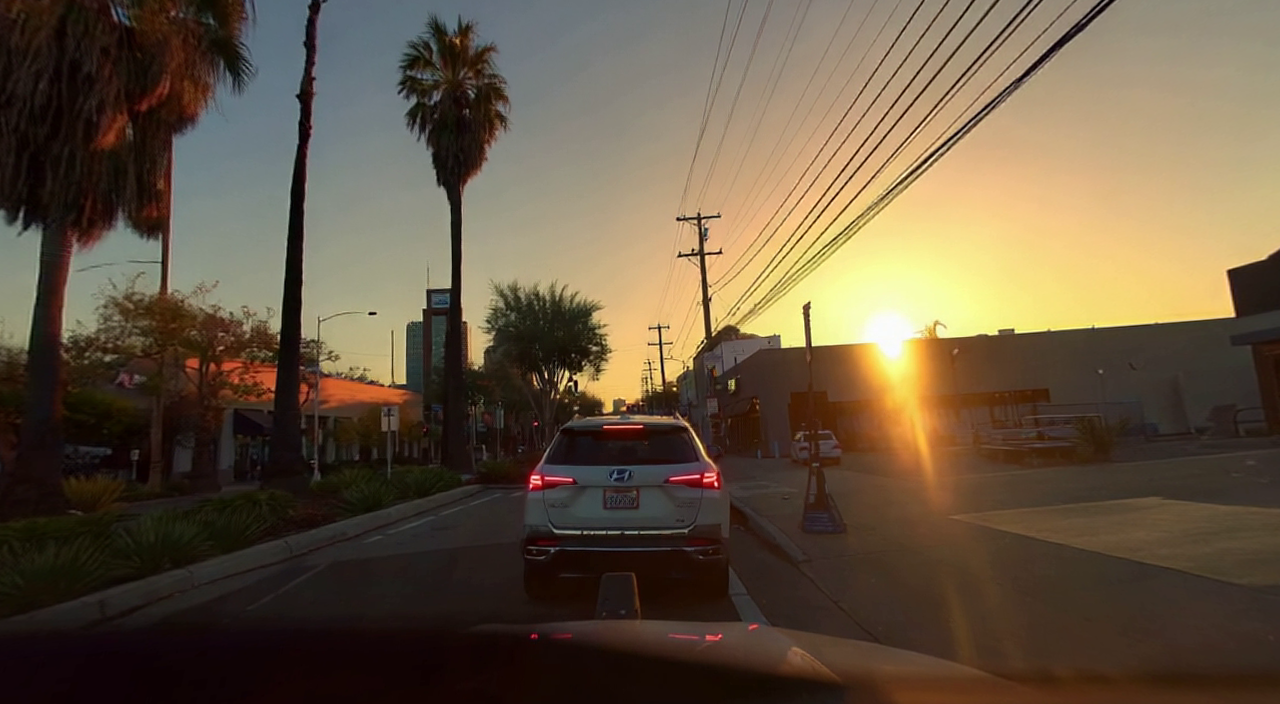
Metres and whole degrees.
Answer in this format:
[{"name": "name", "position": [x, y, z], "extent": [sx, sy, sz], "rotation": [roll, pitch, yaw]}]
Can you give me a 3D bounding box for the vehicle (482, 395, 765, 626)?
[{"name": "vehicle", "position": [-0.204, 1.451, 6.679], "extent": [2.105, 1.702, 3.750], "rotation": [0, -8, -3]}]
